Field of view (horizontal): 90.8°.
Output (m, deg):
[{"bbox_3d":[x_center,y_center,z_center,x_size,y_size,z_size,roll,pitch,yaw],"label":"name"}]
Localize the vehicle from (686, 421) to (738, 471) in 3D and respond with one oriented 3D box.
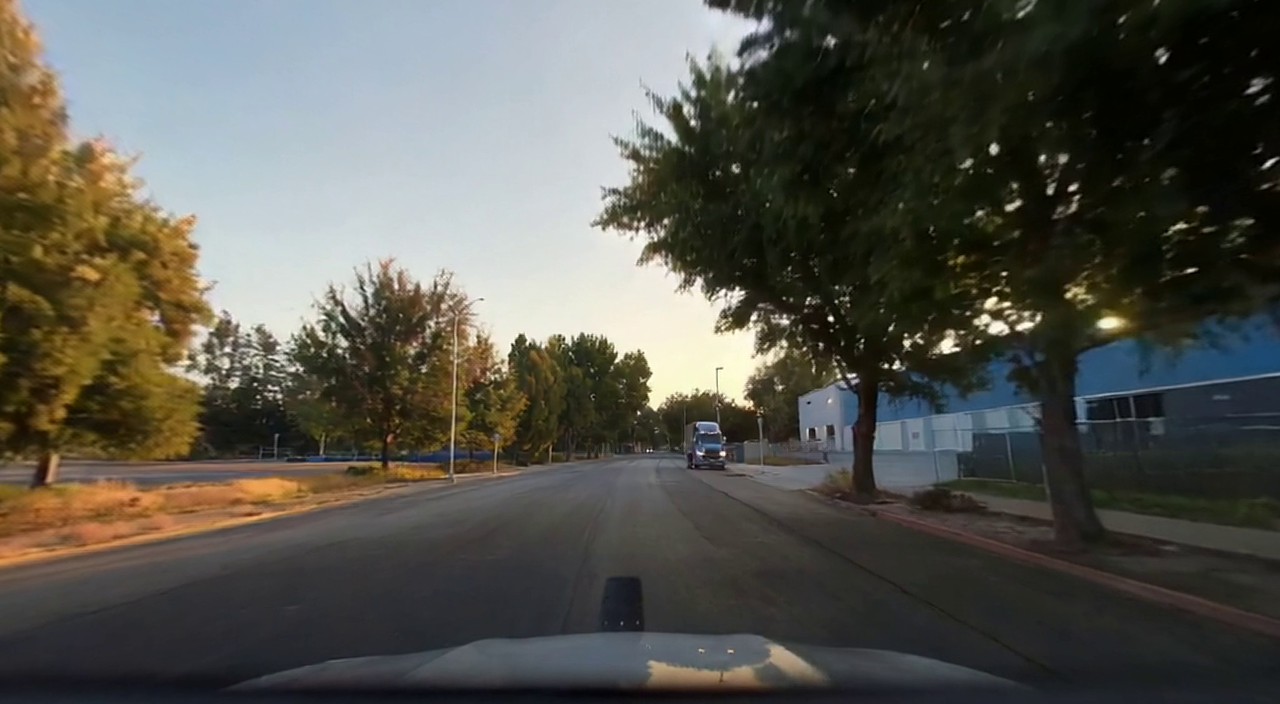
[{"bbox_3d":[4.977,6.677,44.900,3.019,3.303,6.252,0,-8,1],"label":"vehicle"}]
